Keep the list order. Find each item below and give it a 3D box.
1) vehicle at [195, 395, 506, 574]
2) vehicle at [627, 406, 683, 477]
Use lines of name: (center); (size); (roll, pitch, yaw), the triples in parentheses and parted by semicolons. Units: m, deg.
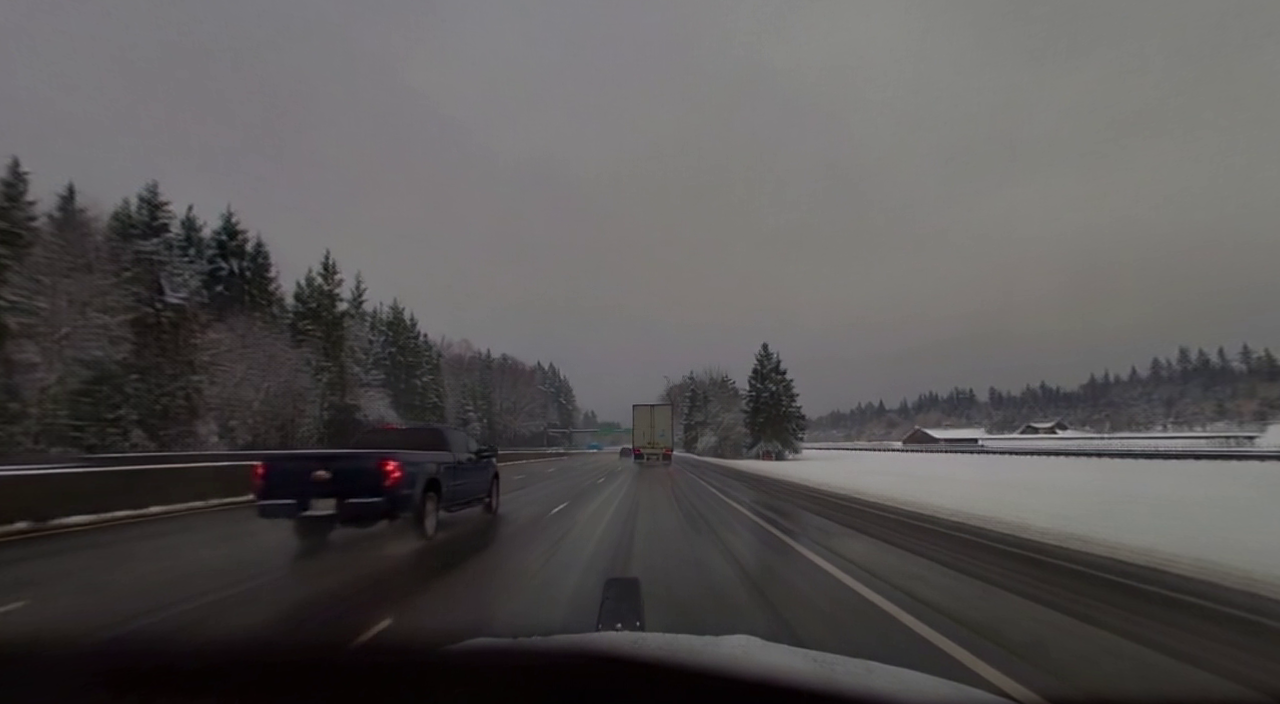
vehicle: (-3.700, 1.850, 9.522); (2.226, 1.933, 5.179); (0, -9, 0)
vehicle: (0.851, 5.748, 39.865); (2.976, 3.800, 12.335); (0, -9, 0)
